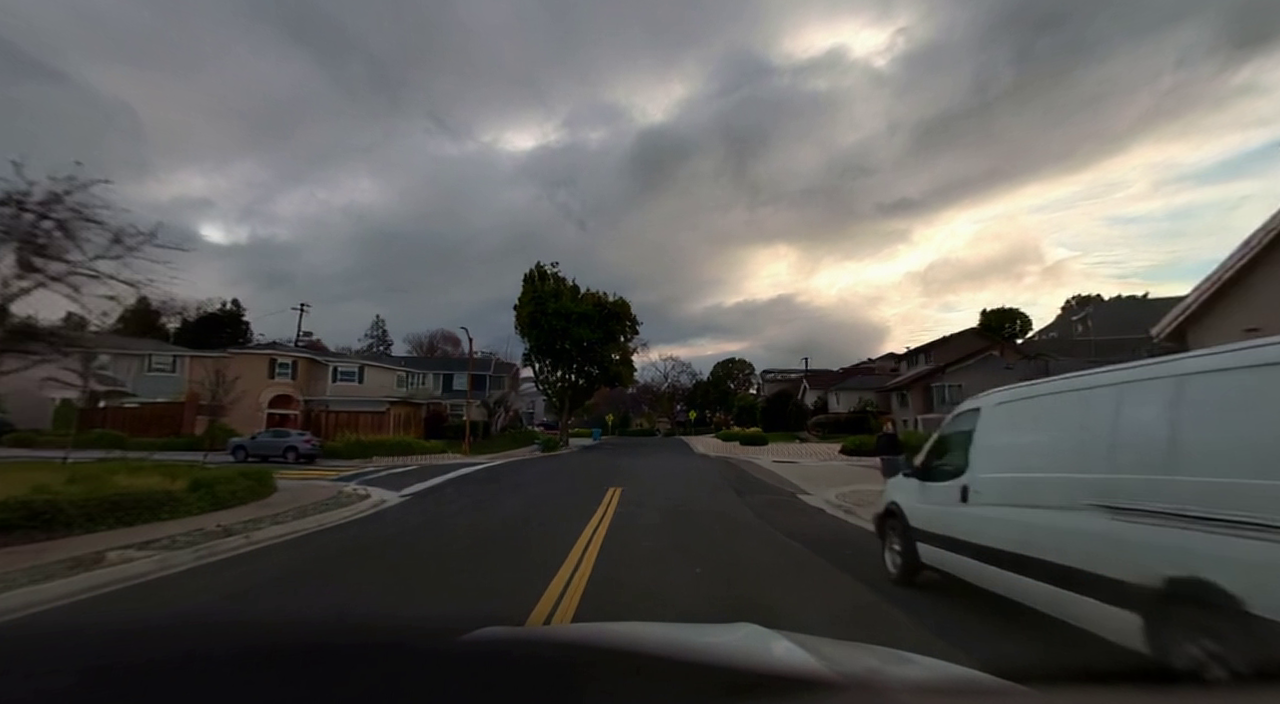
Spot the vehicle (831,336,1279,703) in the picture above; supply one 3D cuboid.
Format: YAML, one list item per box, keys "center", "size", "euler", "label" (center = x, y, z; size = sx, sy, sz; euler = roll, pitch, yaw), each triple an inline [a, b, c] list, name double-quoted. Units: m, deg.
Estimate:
- center: [3.056, 1.084, 3.938]
  size: [2.074, 1.646, 5.457]
  euler: [2, -8, 0]
  label: "vehicle"

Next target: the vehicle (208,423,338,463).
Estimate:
- center: [-17.063, 4.284, 29.557]
  size: [4.722, 1.730, 2.109]
  euler: [0, -11, 3]
  label: "vehicle"
